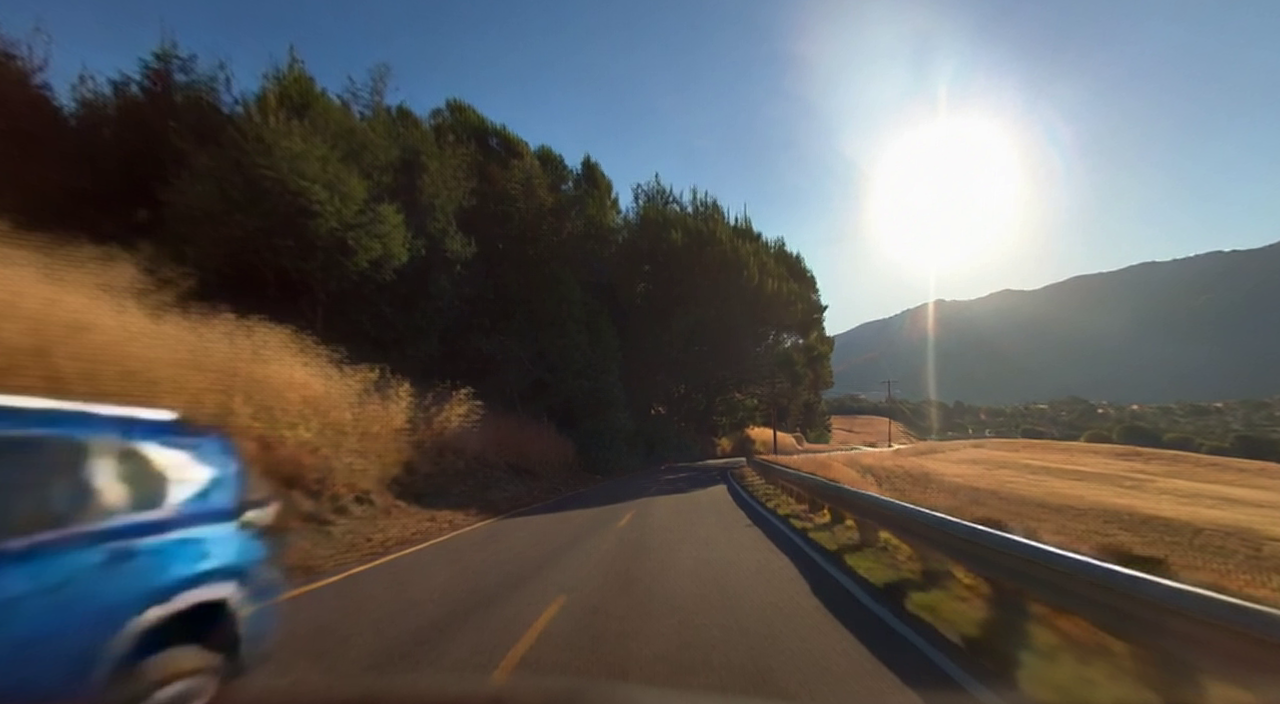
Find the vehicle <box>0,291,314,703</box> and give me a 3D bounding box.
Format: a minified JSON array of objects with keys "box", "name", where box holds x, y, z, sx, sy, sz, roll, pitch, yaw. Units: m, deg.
[{"box":[-2.810,0.605,0.653,2.251,1.799,4.776,0,-9,2],"name":"vehicle"}]
